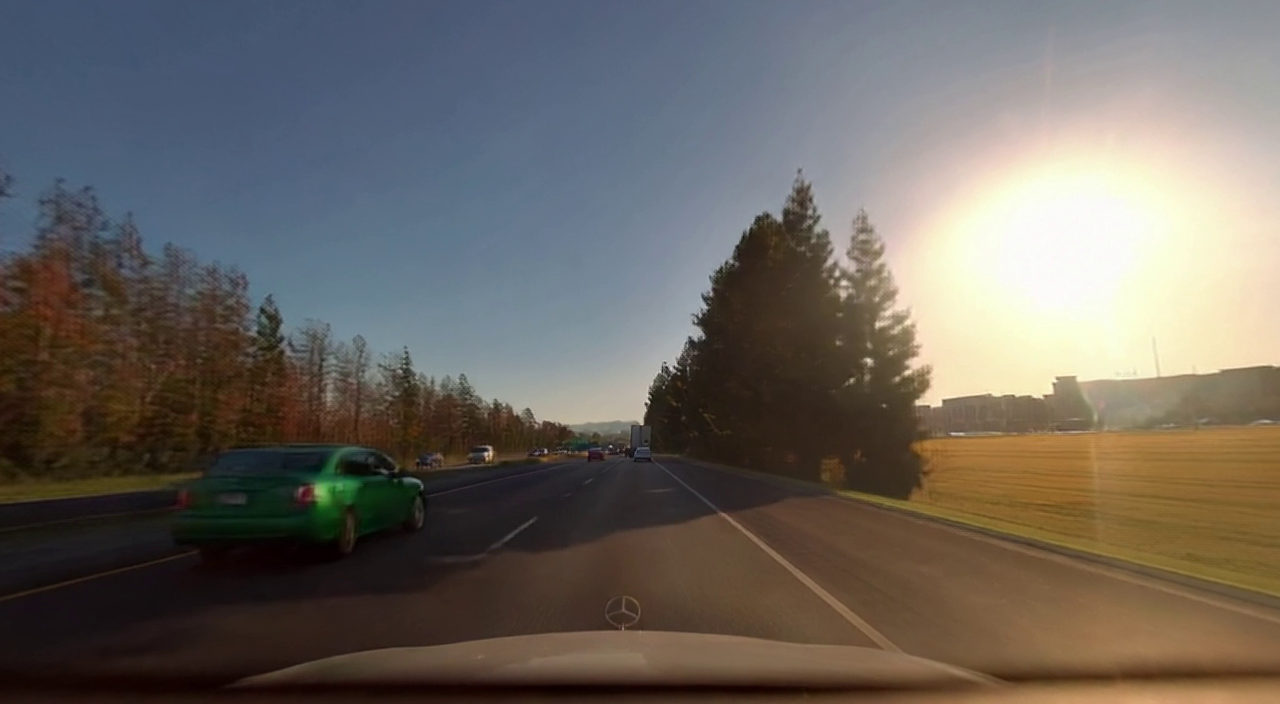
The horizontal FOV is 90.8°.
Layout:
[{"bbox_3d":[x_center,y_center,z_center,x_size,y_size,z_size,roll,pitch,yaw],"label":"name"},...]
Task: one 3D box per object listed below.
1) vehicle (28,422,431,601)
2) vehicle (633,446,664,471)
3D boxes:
[{"bbox_3d":[-4.271,1.716,7.587,2.172,1.548,3.953,0,-9,0],"label":"vehicle"},{"bbox_3d":[0.517,7.179,42.641,1.992,1.593,3.937,0,-9,-1],"label":"vehicle"}]
